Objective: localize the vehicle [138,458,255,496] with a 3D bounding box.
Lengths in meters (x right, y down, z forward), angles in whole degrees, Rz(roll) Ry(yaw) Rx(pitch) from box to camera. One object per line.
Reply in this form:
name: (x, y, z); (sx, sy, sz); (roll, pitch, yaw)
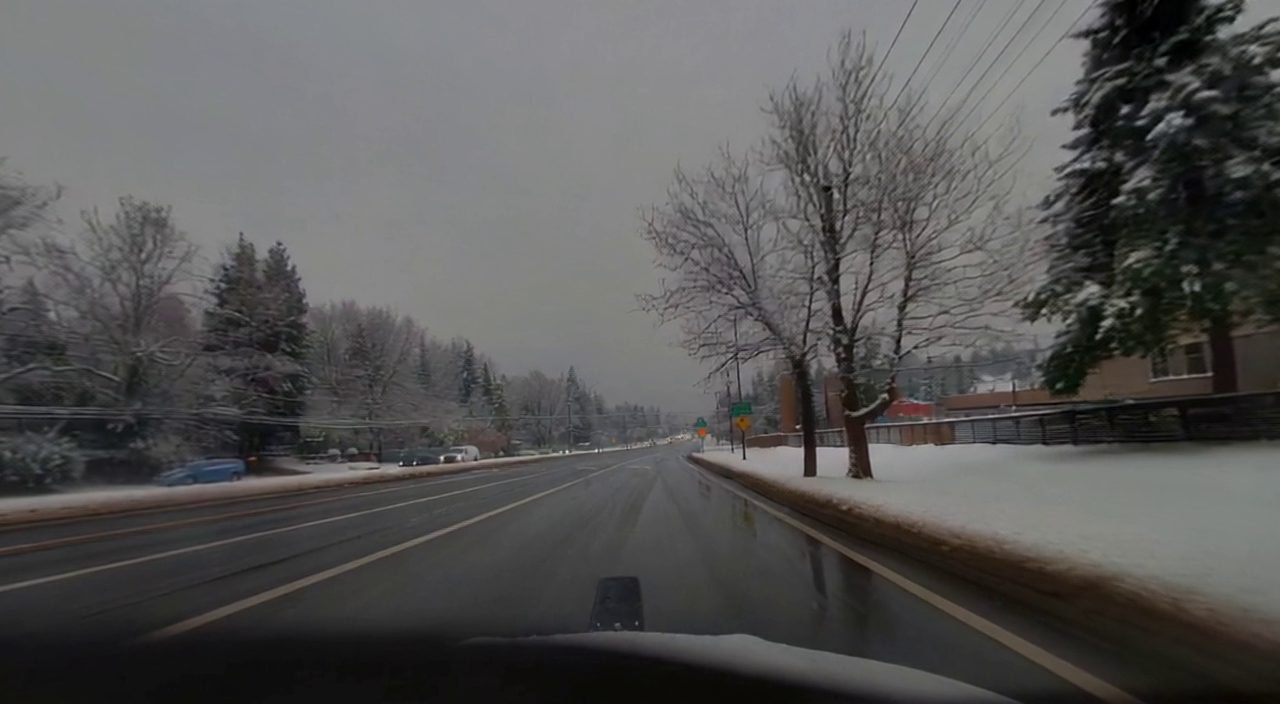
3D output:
vehicle: (-20.140, 5.671, 28.967); (1.806, 1.438, 4.461); (-1, -8, 7)
